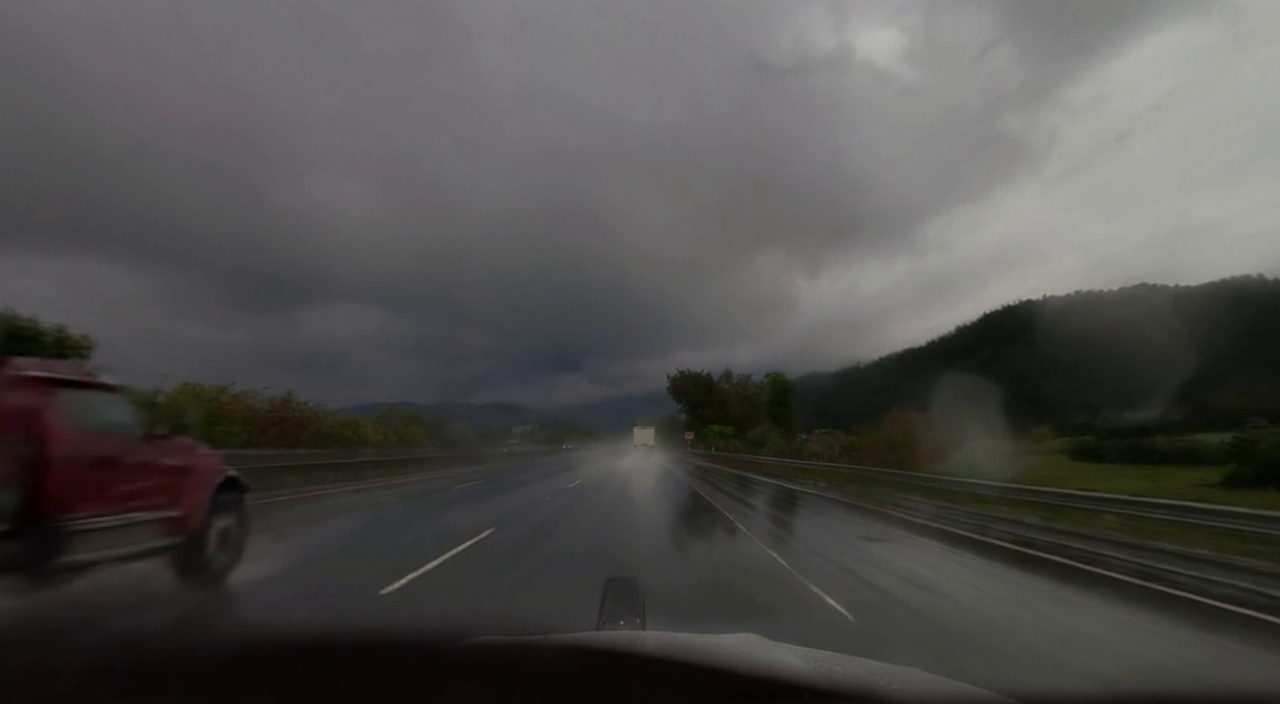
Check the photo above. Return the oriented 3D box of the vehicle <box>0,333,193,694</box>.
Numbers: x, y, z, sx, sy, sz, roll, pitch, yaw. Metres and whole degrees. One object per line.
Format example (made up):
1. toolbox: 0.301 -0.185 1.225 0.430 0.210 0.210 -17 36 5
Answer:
1. vehicle: -4.116 0.625 2.040 2.216 1.678 4.204 0 -9 0
